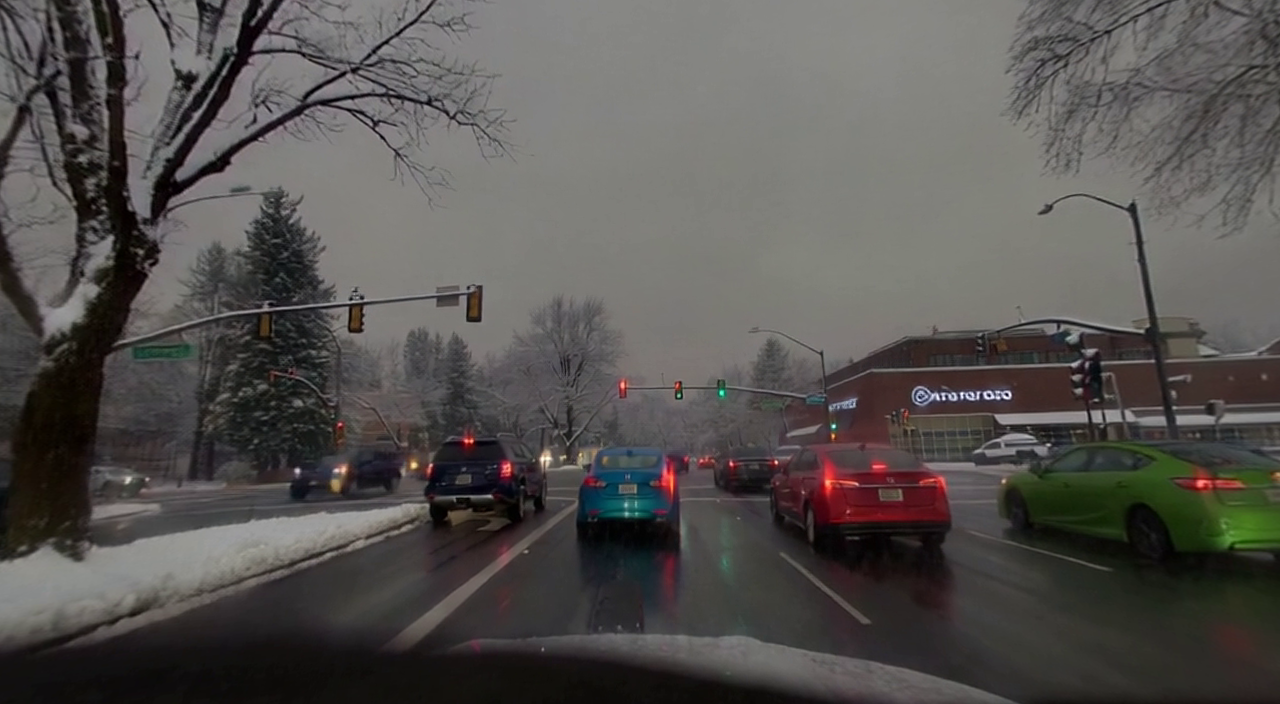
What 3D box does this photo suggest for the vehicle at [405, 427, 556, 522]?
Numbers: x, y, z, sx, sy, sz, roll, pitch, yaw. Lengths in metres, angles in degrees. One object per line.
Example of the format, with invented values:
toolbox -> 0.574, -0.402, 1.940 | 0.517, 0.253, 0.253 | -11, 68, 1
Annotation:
vehicle -> -3.433, 2.756, 14.874 | 2.160, 1.823, 5.115 | 0, -8, 1

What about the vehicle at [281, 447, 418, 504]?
vehicle -> -8.552, 3.644, 19.101 | 1.976, 1.499, 4.355 | 0, -8, 1

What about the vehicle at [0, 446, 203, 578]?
vehicle -> -8.304, 1.985, 8.225 | 2.045, 1.438, 4.480 | 0, -8, -1

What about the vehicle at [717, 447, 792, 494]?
vehicle -> 3.936, 4.128, 22.498 | 1.888, 1.472, 4.528 | 0, -8, 0

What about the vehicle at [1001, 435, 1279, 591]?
vehicle -> 7.224, 1.911, 8.495 | 2.004, 1.508, 4.646 | 0, -8, 0

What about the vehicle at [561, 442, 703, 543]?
vehicle -> -0.086, 2.376, 11.356 | 2.098, 1.477, 3.897 | 0, -8, 1

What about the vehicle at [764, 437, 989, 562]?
vehicle -> 3.327, 2.133, 9.920 | 2.020, 1.513, 4.120 | 0, -8, 2
